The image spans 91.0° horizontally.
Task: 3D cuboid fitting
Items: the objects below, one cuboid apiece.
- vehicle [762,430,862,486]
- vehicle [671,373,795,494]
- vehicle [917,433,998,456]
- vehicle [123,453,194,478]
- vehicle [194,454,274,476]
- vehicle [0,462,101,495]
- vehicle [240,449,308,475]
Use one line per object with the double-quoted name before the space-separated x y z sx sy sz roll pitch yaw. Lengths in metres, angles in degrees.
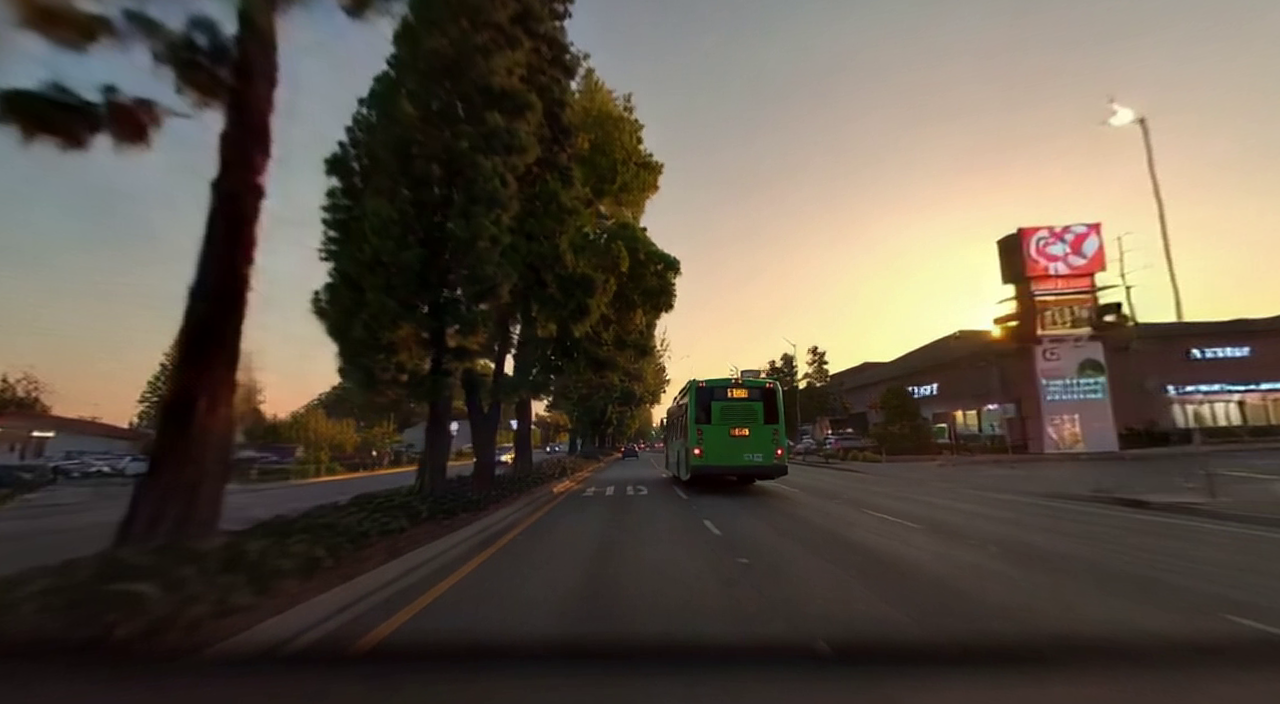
"vehicle" 5.983 3.744 22.534 2.129 1.754 4.668 0 -8 -2
"vehicle" 2.776 2.912 21.993 2.766 3.306 9.281 0 -8 -1
"vehicle" 21.580 6.309 42.844 4.589 1.480 1.979 1 -9 -10
"vehicle" -36.963 8.706 48.467 1.941 1.761 4.272 0 -8 1
"vehicle" -31.116 8.642 48.528 2.314 1.487 5.898 2 -9 -1
"vehicle" -31.725 6.593 32.897 1.983 1.531 5.126 -8 -12 44
"vehicle" -28.481 8.550 49.195 2.181 1.901 5.196 0 -8 1
